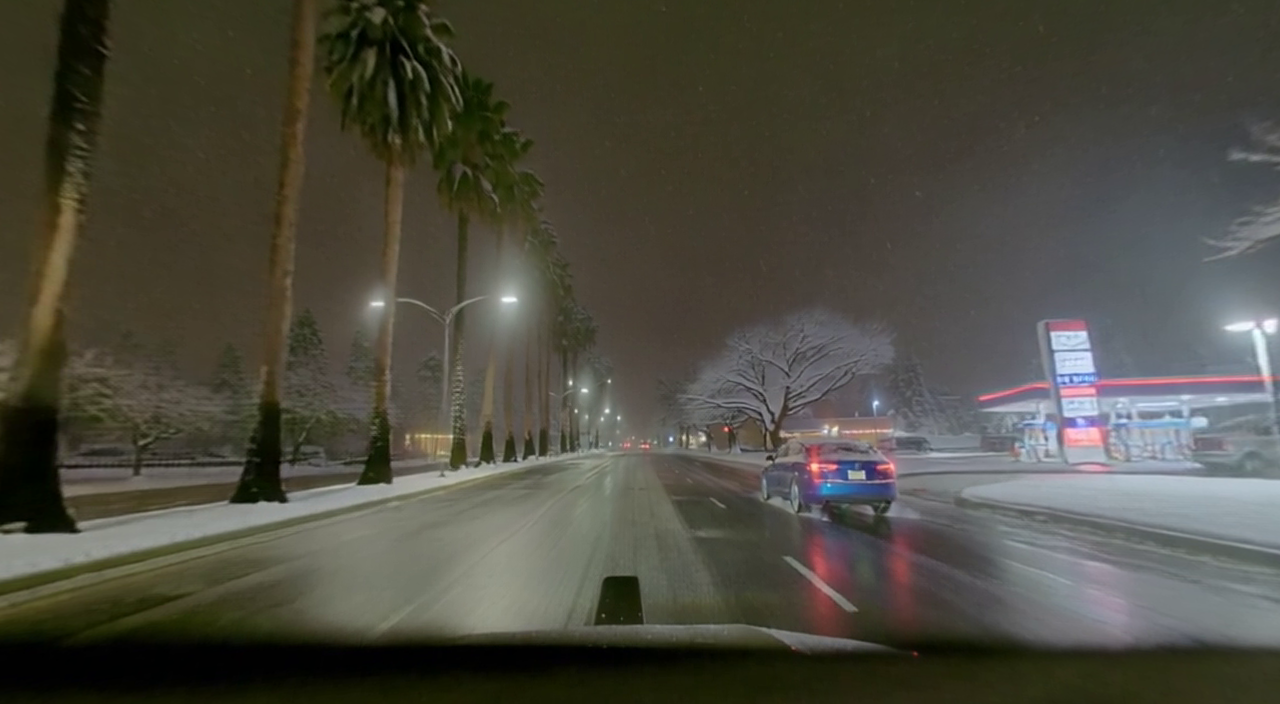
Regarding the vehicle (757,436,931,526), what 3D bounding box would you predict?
[{"bbox_3d":[3.720,2.414,12.460,1.978,1.442,4.262,0,-8,0],"label":"vehicle"}]
